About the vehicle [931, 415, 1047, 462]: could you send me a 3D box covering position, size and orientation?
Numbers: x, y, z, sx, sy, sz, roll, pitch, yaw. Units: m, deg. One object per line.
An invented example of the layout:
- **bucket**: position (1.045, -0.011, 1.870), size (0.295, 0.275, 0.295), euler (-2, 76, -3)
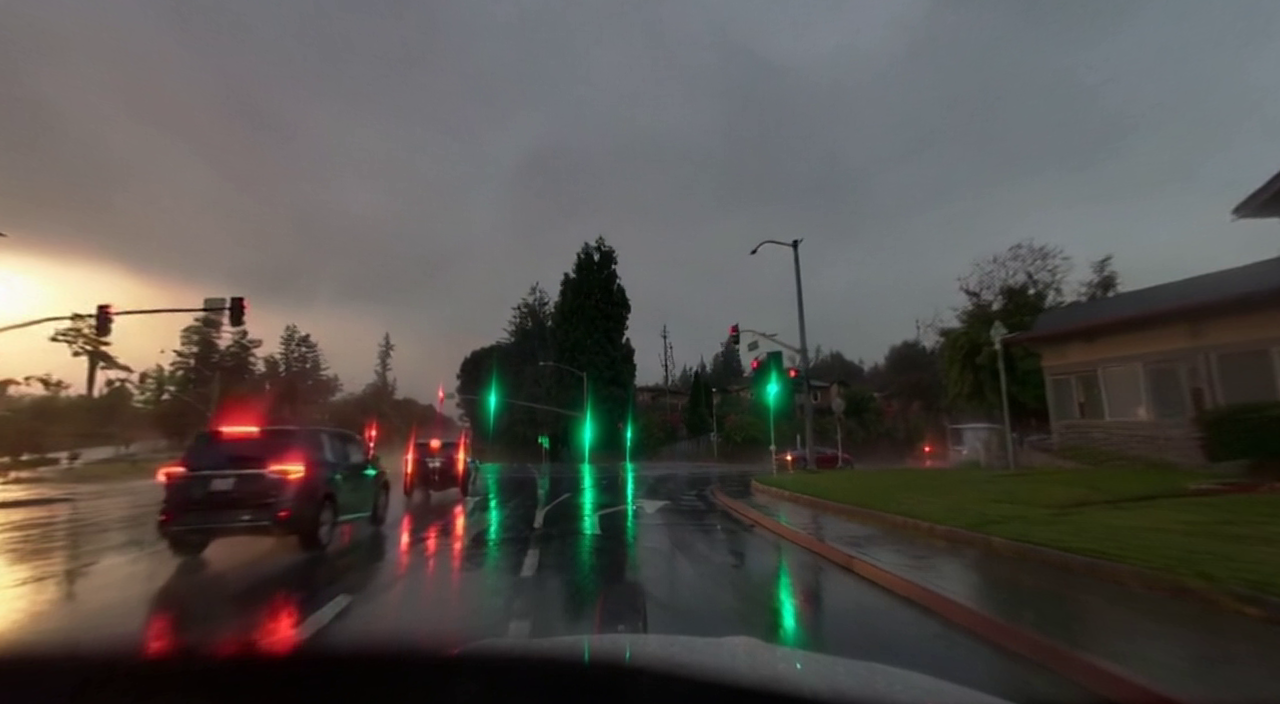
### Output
- **vehicle**: position (21.679, 5.401, 39.021), size (6.269, 2.785, 2.334), euler (2, -9, -15)

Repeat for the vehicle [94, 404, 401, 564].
- **vehicle**: position (-5.393, 1.858, 9.556), size (2.152, 1.822, 4.391), euler (1, -9, -6)

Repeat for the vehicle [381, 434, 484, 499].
- **vehicle**: position (-5.906, 3.283, 18.436), size (2.024, 1.655, 4.301), euler (1, -9, -7)
